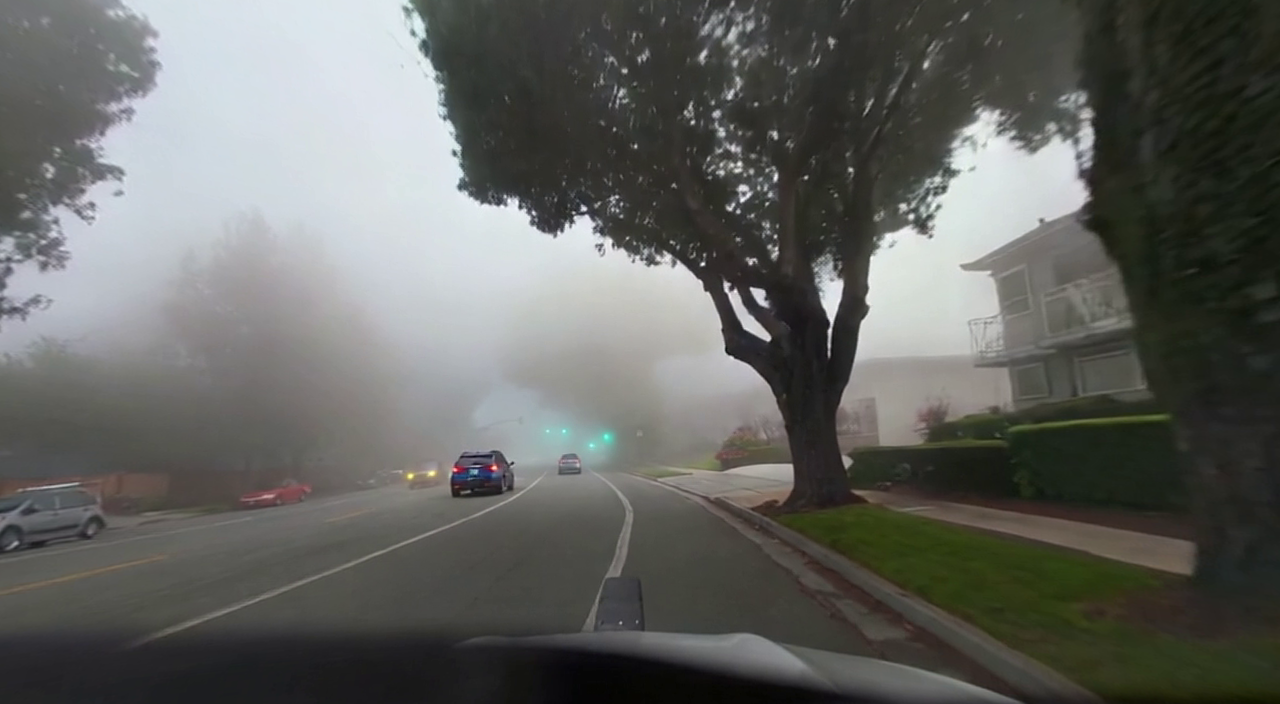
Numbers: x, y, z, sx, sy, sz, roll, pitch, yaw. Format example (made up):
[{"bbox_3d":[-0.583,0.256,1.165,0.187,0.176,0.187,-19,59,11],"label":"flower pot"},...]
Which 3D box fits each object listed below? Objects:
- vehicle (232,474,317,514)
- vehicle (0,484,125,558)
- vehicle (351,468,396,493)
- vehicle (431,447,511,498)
[{"bbox_3d":[-17.885,6.907,31.142,1.874,1.392,4.633,-5,-8,-7],"label":"vehicle"},{"bbox_3d":[-16.245,4.448,16.775,1.898,1.477,4.184,-2,-8,-5],"label":"vehicle"},{"bbox_3d":[-19.636,9.469,46.715,1.880,1.476,4.715,-2,-8,-8],"label":"vehicle"},{"bbox_3d":[-6.431,4.603,24.606,2.097,1.755,4.336,0,-9,-3],"label":"vehicle"}]
